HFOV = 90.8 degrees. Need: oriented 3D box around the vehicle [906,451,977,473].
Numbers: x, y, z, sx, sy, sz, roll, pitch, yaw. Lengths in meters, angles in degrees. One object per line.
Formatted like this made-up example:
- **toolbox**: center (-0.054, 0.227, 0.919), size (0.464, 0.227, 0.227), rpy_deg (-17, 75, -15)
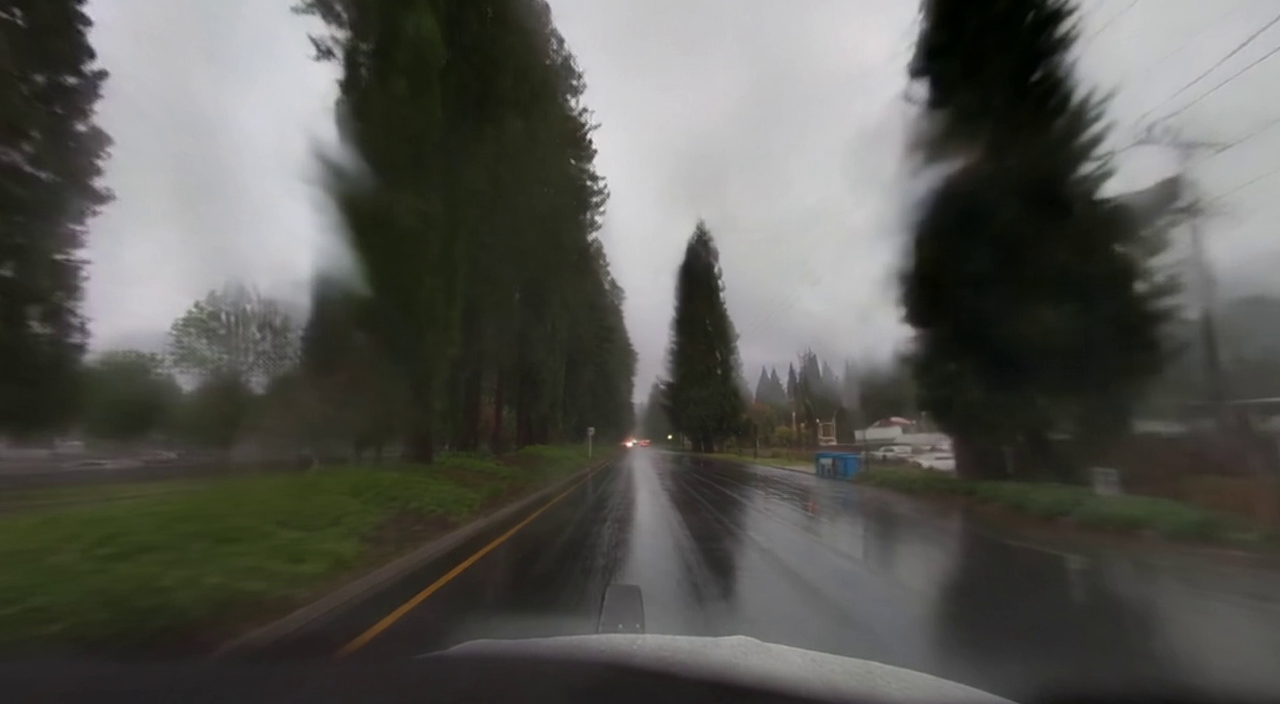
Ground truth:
- **vehicle**: center (23.736, 8.671, 49.861), size (4.519, 1.658, 1.911), rpy_deg (-1, -8, 0)
